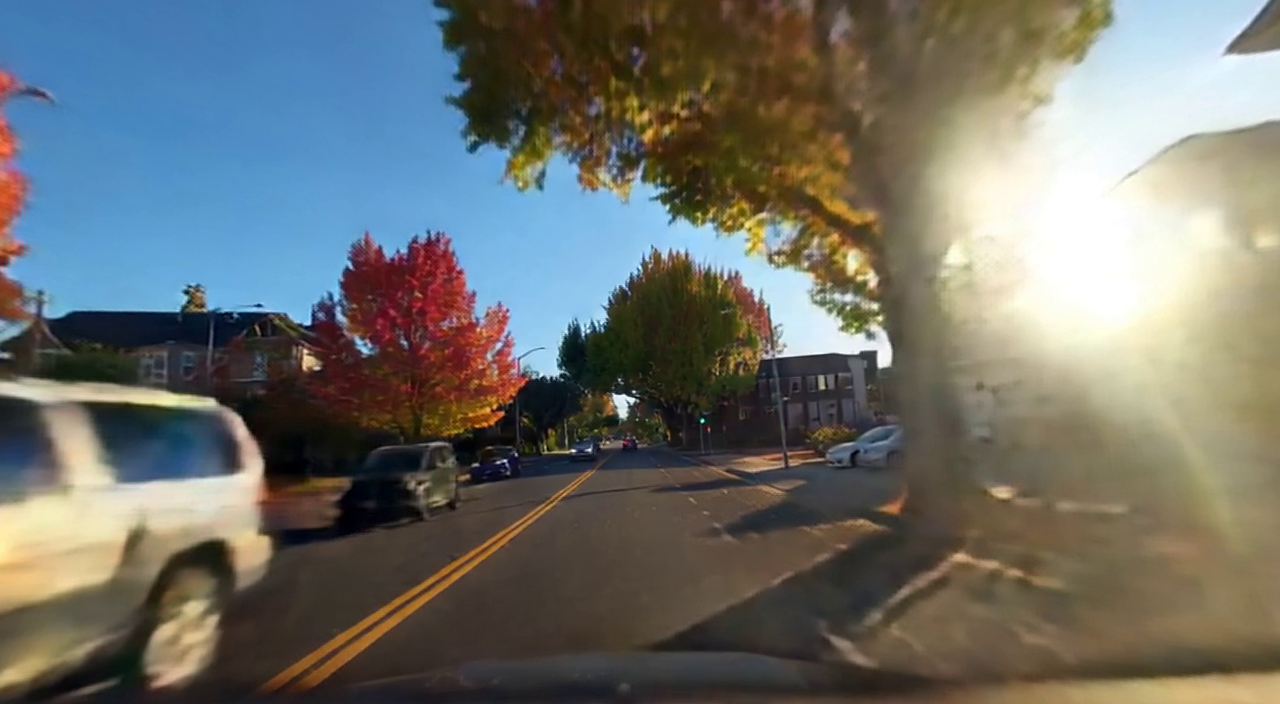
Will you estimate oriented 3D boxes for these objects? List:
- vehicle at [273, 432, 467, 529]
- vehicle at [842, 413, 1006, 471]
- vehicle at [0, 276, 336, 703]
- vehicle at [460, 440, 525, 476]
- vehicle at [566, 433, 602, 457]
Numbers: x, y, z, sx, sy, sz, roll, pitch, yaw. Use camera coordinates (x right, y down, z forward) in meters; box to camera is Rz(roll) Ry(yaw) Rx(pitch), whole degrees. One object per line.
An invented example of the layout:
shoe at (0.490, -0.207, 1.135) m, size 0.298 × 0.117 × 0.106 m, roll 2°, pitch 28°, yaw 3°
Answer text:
vehicle at (-5.534, 2.680, 13.866) m, size 2.481 × 1.714 × 4.702 m, roll 0°, pitch -9°, yaw -5°
vehicle at (9.239, 2.997, 20.946) m, size 4.385 × 1.612 × 2.070 m, roll -4°, pitch -9°, yaw 4°
vehicle at (-3.480, 0.687, 2.128) m, size 2.275 × 1.953 × 5.423 m, roll 0°, pitch -9°, yaw -1°
vehicle at (-6.566, 4.742, 28.570) m, size 1.968 × 1.483 × 4.279 m, roll 0°, pitch -8°, yaw -1°
vehicle at (-4.219, 7.161, 48.560) m, size 2.356 × 1.702 × 4.700 m, roll 0°, pitch -8°, yaw 0°
